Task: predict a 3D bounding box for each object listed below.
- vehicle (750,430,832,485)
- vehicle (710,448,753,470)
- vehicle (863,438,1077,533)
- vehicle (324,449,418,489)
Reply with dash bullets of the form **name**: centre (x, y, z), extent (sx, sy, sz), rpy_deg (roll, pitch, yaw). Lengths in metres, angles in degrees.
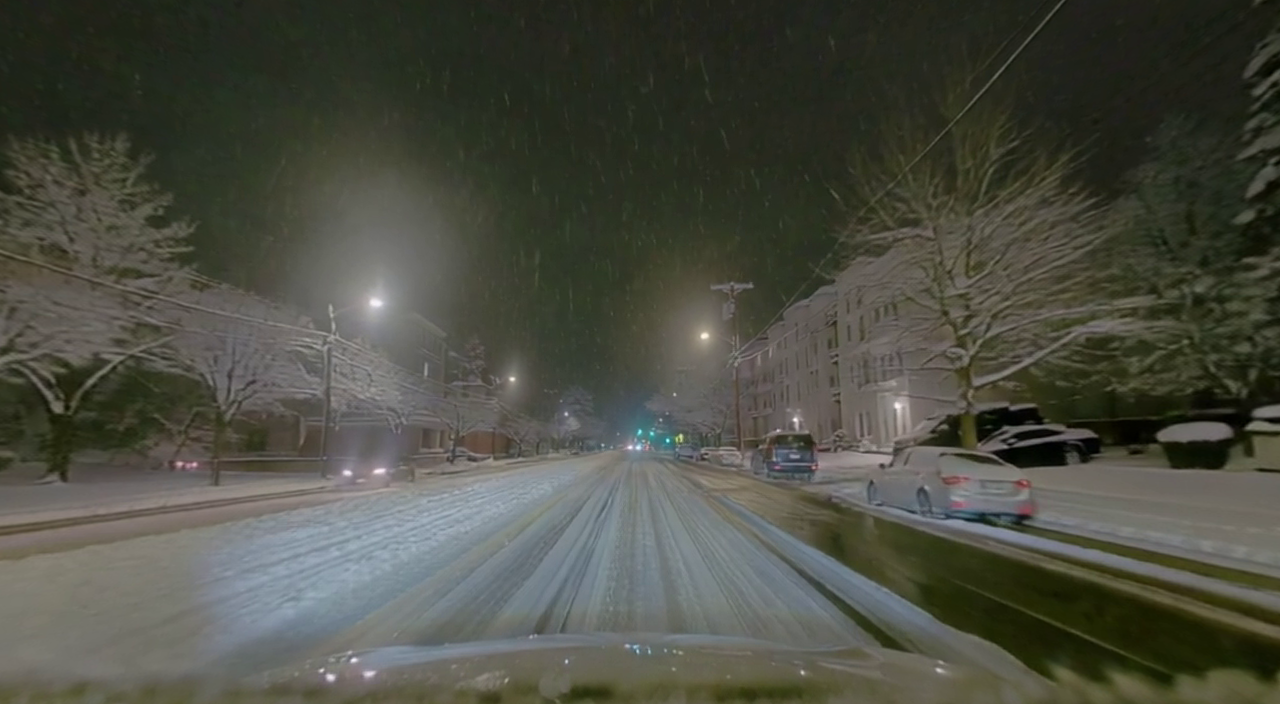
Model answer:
- **vehicle**: centre (6.286, 4.498, 27.243), extent (2.267, 2.037, 6.240), rpy_deg (-1, -9, 3)
- **vehicle**: centre (6.059, 7.147, 42.402), extent (2.013, 1.408, 5.011), rpy_deg (0, -9, -1)
- **vehicle**: centre (6.149, 2.513, 12.499), extent (1.914, 1.517, 4.320), rpy_deg (0, -9, 0)
- **vehicle**: centre (-10.666, 4.642, 25.459), extent (1.847, 1.460, 4.294), rpy_deg (-1, -9, 1)
